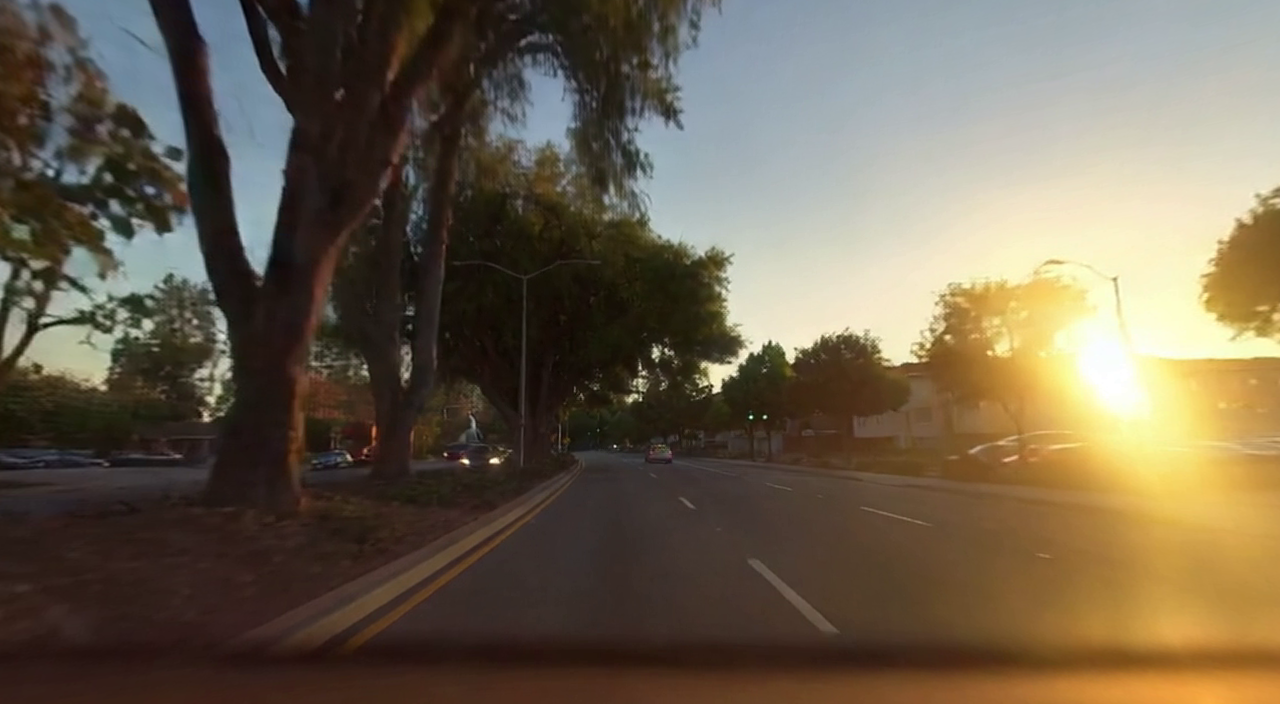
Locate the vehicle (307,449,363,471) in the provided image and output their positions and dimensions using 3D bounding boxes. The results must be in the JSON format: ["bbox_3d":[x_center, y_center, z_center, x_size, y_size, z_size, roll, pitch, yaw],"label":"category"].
[{"bbox_3d":[-21.487,7.604,44.730,2.068,1.408,4.399,-1,-9,-5],"label":"vehicle"}]

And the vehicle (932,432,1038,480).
[{"bbox_3d":[15.527,4.608,28.278,5.161,1.927,2.464,7,-12,-42],"label":"vehicle"}]

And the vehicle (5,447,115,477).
[{"bbox_3d":[-31.299,5.949,34.199,3.952,1.462,1.857,2,-7,-5],"label":"vehicle"}]

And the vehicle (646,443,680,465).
[{"bbox_3d":[1.579,7.301,45.230,1.913,1.473,4.360,0,-9,-4],"label":"vehicle"}]

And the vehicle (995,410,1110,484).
[{"bbox_3d":[16.699,3.804,25.444,5.908,2.641,2.303,8,-12,-43],"label":"vehicle"}]

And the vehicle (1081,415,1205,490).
[{"bbox_3d":[18.762,3.677,23.446,2.727,2.396,5.918,-9,-12,44],"label":"vehicle"}]

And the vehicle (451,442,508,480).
[{"bbox_3d":[-7.607,5.174,30.416,2.180,1.556,5.130,2,-7,-9],"label":"vehicle"}]

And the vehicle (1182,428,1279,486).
[{"bbox_3d":[23.057,3.852,23.484,2.747,1.912,6.426,-5,-10,26],"label":"vehicle"}]

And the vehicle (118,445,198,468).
[{"bbox_3d":[-31.759,6.874,41.704,3.768,1.443,1.800,0,-8,-3],"label":"vehicle"}]
